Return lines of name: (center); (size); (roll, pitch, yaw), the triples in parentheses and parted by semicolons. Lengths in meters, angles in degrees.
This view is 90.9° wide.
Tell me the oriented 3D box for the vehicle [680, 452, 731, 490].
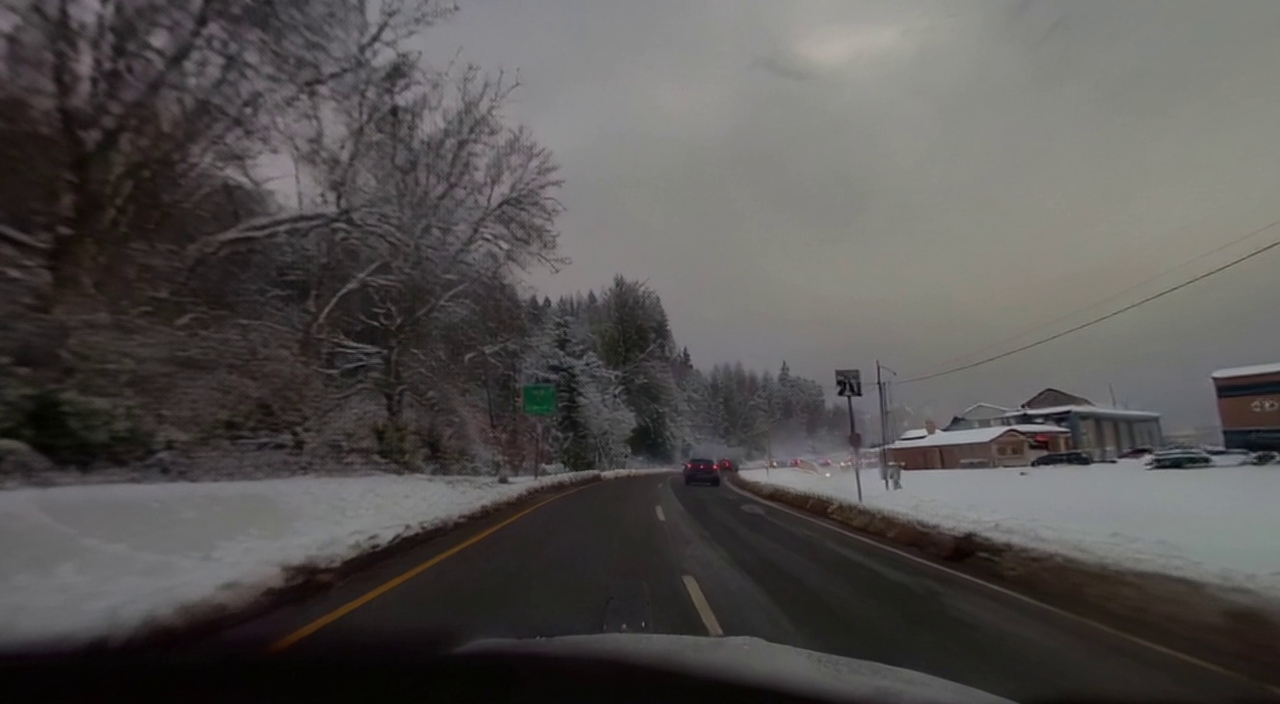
vehicle: (2.806, 5.192, 27.797); (1.956, 1.473, 4.640); (-1, -9, 3)
